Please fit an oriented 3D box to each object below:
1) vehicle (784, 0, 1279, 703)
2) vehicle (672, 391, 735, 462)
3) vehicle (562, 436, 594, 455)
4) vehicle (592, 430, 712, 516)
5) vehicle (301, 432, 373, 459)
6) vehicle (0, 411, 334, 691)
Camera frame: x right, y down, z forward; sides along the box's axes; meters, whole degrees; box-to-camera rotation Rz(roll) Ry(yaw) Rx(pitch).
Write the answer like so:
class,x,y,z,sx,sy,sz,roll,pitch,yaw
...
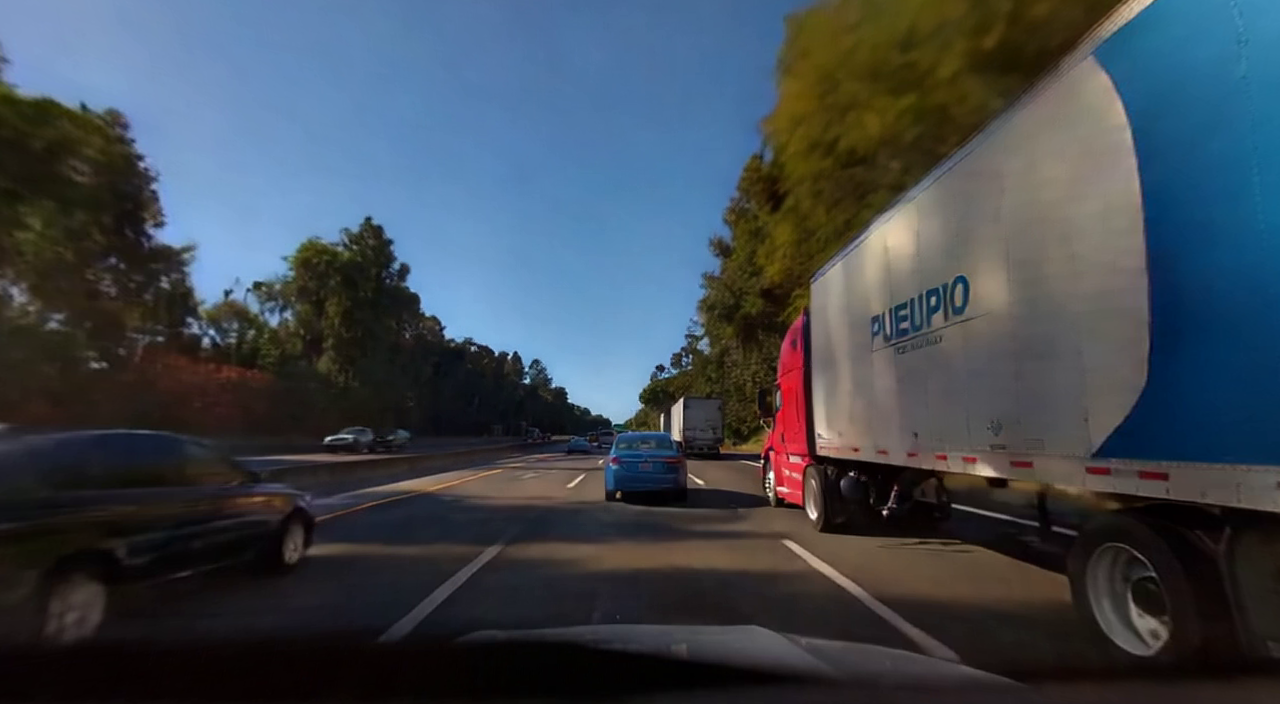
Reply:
class,x,y,z,sx,sy,sz,roll,pitch,yaw
vehicle,4.173,-0.014,4.748,2.816,4.070,14.136,0,-8,0
vehicle,4.006,5.170,43.151,2.869,4.067,13.731,0,-8,0
vehicle,-4.801,7.283,49.296,1.983,1.434,4.451,0,-8,1
vehicle,0.191,2.277,12.455,2.021,1.435,3.611,0,-8,0
vehicle,-17.876,5.524,37.416,1.967,1.497,4.486,0,-8,2
vehicle,-4.368,1.210,4.589,2.048,1.452,4.430,0,-8,0
